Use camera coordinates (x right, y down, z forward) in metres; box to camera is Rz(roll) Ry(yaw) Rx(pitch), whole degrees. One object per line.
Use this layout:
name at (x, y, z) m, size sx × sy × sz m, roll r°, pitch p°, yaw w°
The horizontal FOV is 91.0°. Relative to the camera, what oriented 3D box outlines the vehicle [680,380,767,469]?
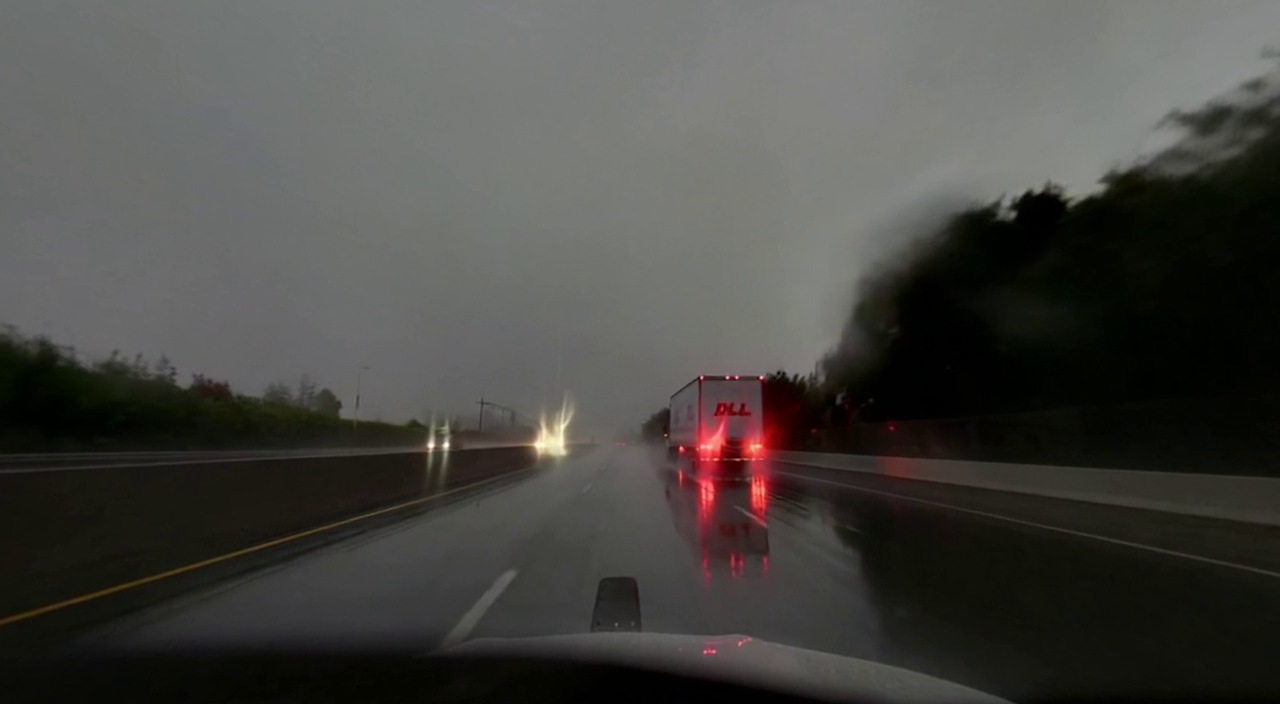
vehicle at (3.970, 3.784, 32.020) m, size 2.880 × 3.918 × 8.254 m, roll 0°, pitch -8°, yaw -3°
